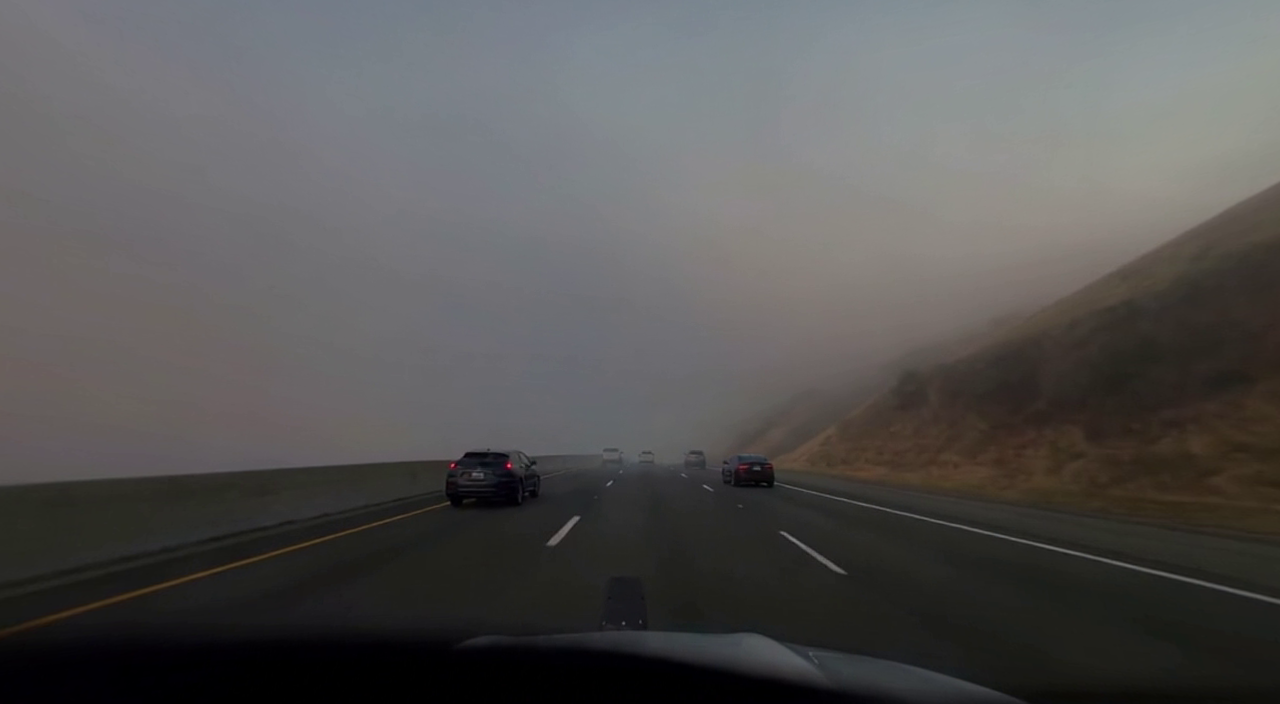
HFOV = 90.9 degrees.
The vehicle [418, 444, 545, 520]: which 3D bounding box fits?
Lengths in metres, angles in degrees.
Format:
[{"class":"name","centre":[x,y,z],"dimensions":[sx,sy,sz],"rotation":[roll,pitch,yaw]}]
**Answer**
[{"class":"vehicle","centre":[-3.534,2.925,14.834],"dimensions":[1.910,1.521,3.930],"rotation":[0,-8,1]}]

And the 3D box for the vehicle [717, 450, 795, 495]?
[{"class":"vehicle","centre":[3.881,4.081,21.685],"dimensions":[1.976,1.352,3.602],"rotation":[0,-8,-1]}]
